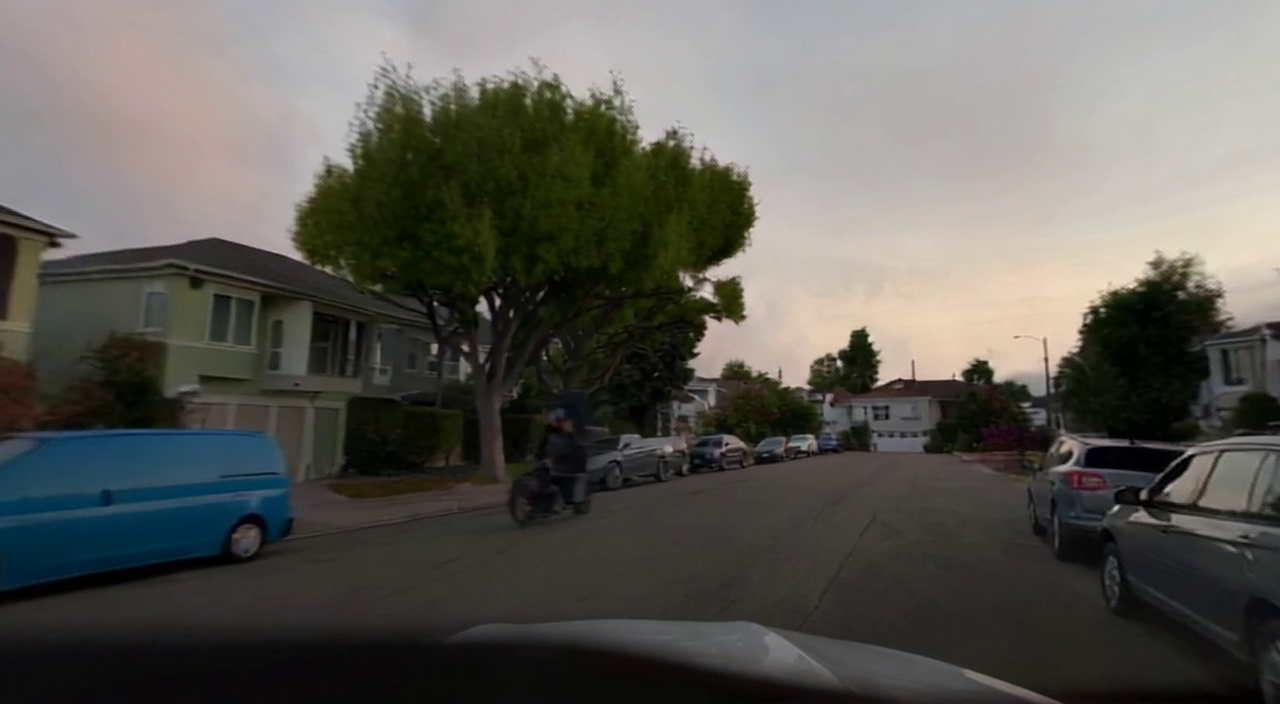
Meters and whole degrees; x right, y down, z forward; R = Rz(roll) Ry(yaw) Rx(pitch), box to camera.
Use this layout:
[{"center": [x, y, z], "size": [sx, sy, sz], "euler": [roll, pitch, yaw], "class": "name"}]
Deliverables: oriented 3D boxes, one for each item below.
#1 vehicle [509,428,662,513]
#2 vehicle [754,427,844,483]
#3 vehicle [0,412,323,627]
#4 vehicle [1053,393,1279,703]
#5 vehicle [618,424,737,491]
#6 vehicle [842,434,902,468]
[{"center": [-1.047, 2.512, 14.037], "size": [1.828, 1.488, 3.785], "euler": [-4, -6, 22], "class": "vehicle"}, {"center": [5.501, 3.410, 21.363], "size": [1.959, 1.670, 4.255], "euler": [-4, -9, 27], "class": "vehicle"}, {"center": [-5.010, 1.302, 5.572], "size": [1.798, 1.507, 3.513], "euler": [-2, -7, 23], "class": "vehicle"}, {"center": [3.827, 1.024, 3.173], "size": [2.008, 1.507, 4.226], "euler": [-3, -8, 21], "class": "vehicle"}, {"center": [1.266, 3.101, 19.051], "size": [1.872, 1.670, 4.428], "euler": [-8, -9, 26], "class": "vehicle"}, {"center": [11.120, 4.661, 30.012], "size": [1.889, 1.505, 3.849], "euler": [-5, -9, 31], "class": "vehicle"}]
